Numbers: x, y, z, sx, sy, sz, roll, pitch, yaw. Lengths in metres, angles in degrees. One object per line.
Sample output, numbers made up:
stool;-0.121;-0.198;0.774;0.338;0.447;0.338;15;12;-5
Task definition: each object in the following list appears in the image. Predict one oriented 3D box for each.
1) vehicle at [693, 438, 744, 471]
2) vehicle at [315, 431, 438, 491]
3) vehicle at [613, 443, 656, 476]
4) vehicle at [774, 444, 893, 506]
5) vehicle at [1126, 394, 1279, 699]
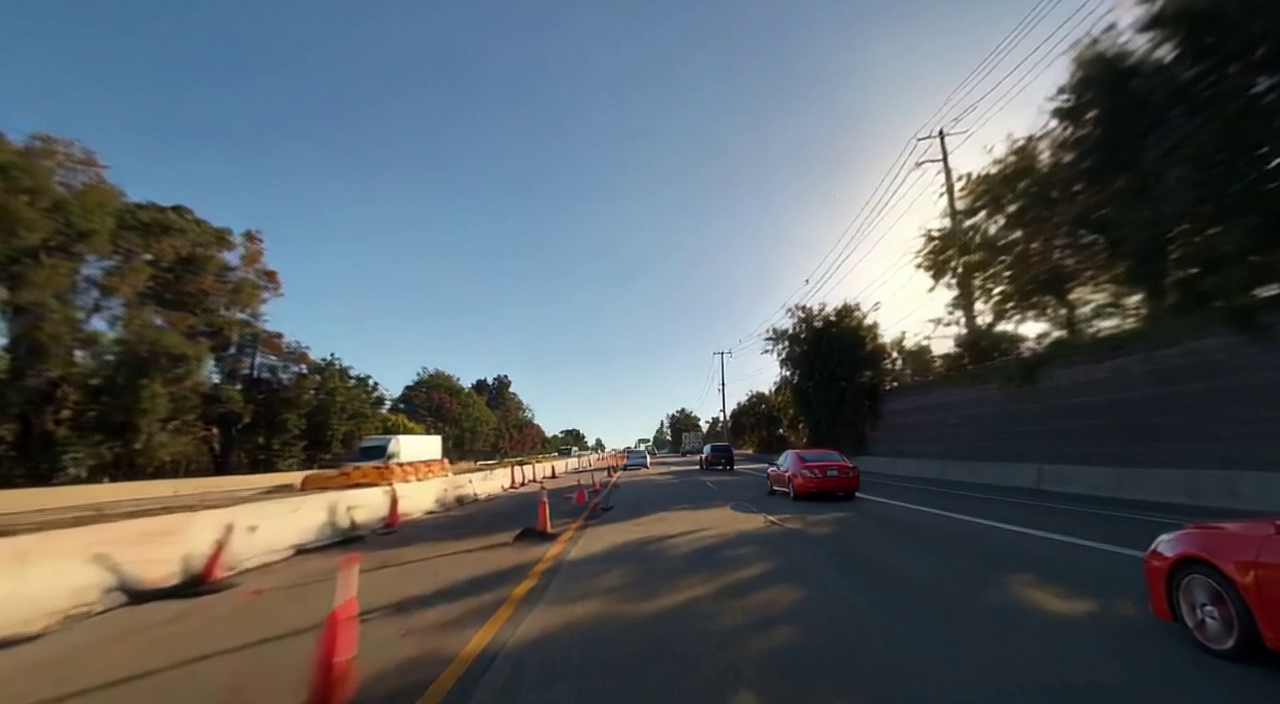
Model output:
vehicle;4.929;6.557;40.492;2.559;1.943;5.610;0;-8;1
vehicle;-8.758;3.658;21.535;2.066;1.811;4.683;0;-8;2
vehicle;-0.244;5.482;32.471;2.096;1.583;4.150;0;-8;1
vehicle;4.920;3.166;16.688;1.881;1.409;4.016;0;-8;0
vehicle;4.320;0.820;1.964;1.997;1.568;4.529;0;-8;0
